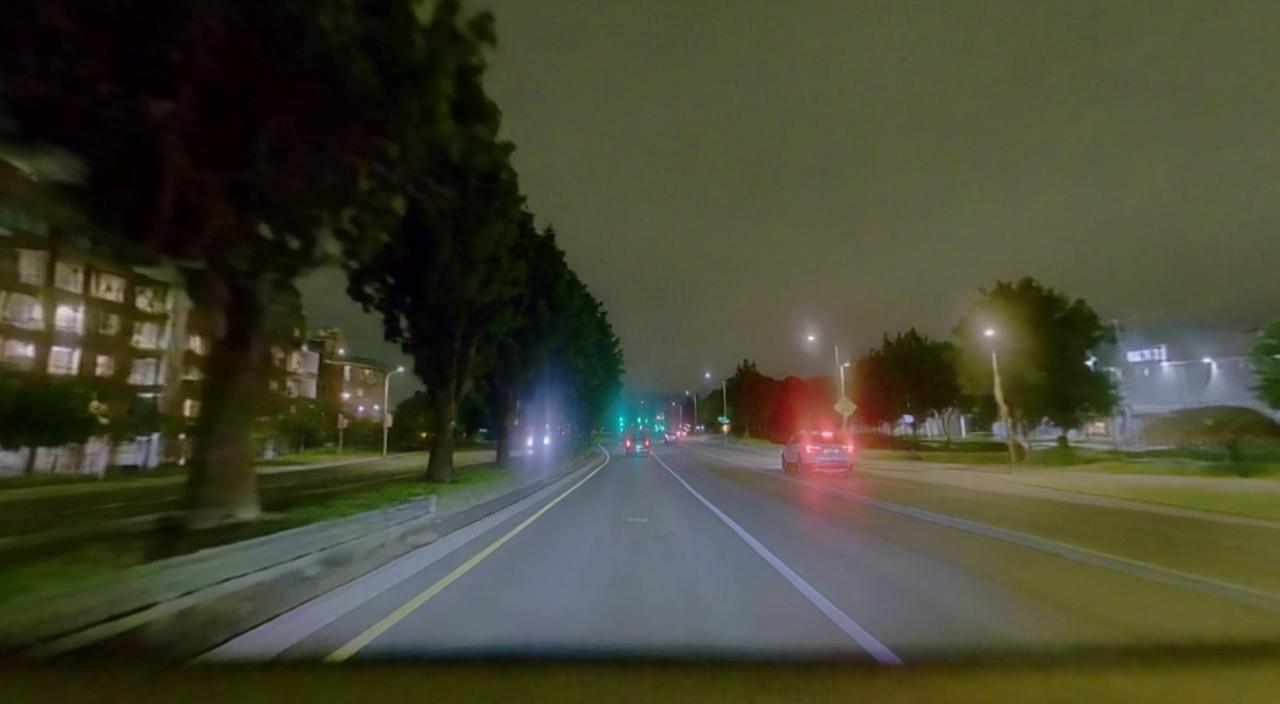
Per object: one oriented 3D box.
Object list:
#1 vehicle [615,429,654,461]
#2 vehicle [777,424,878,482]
[{"bbox_3d":[-0.333,5.686,38.468,2.193,1.794,4.457,0,-8,0],"label":"vehicle"},{"bbox_3d":[6.348,3.483,22.007,2.026,1.804,4.565,0,-8,-1],"label":"vehicle"}]
